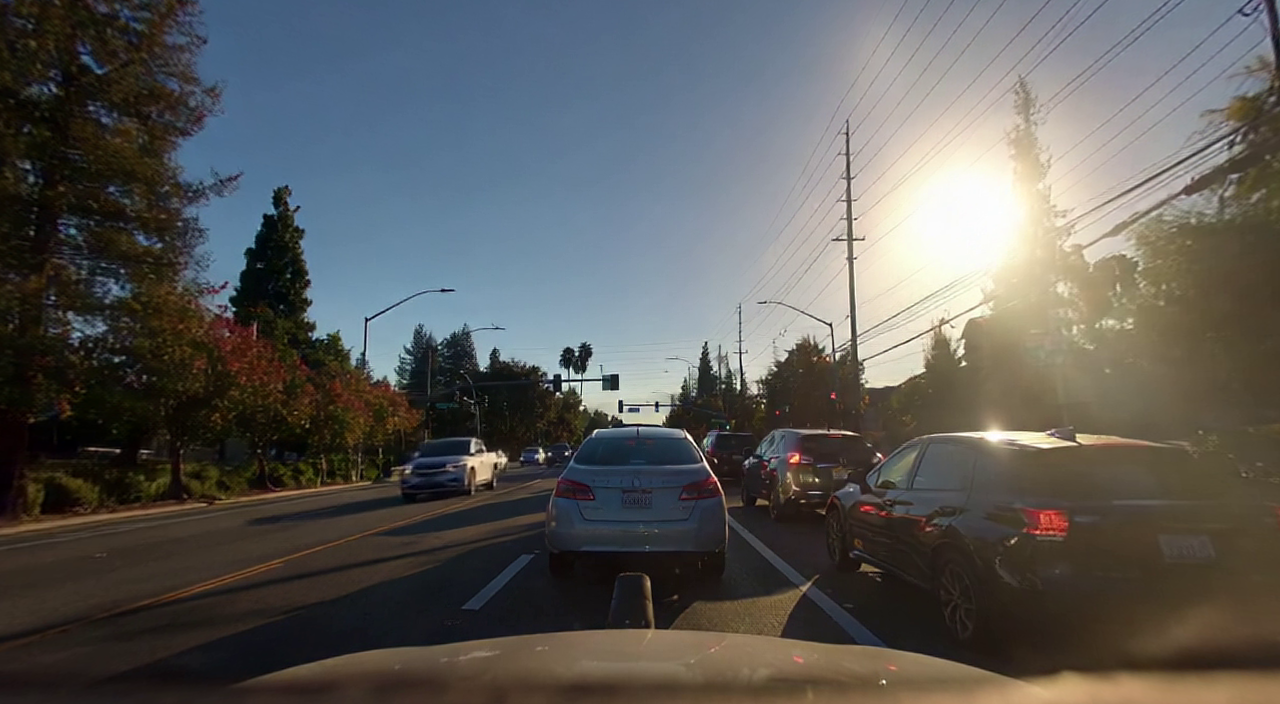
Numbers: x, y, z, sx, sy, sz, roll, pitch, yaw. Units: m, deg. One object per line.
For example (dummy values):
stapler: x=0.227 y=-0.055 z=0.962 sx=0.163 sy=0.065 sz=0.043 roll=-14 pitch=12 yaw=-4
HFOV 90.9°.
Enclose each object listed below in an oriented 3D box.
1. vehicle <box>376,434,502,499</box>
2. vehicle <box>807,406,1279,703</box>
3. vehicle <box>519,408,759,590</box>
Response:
vehicle: x=-6.051 y=3.494 z=19.719 sx=2.253 sy=1.751 sz=4.700 roll=-1 pitch=-8 yaw=1
vehicle: x=2.889 y=1.305 z=4.993 sx=1.950 sy=1.487 sz=4.275 roll=0 pitch=-8 yaw=0
vehicle: x=0.006 y=1.660 z=7.922 sx=2.200 sy=1.653 sz=4.127 roll=0 pitch=-8 yaw=1
